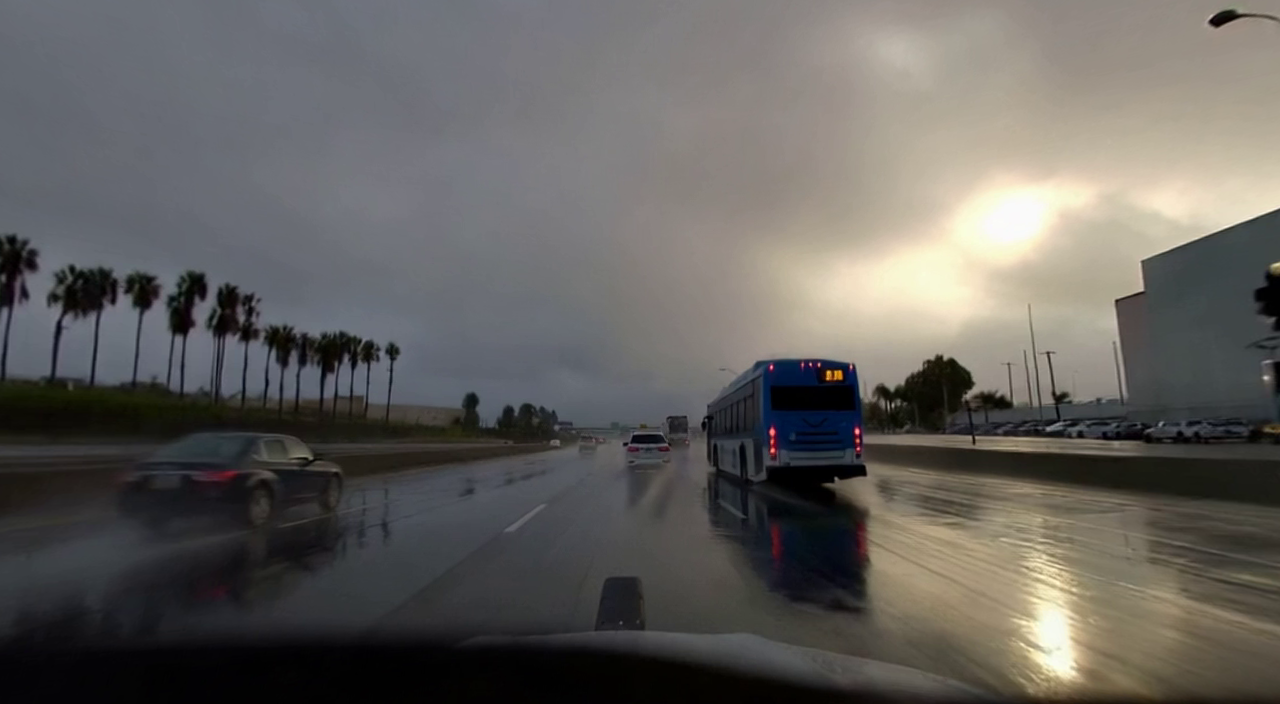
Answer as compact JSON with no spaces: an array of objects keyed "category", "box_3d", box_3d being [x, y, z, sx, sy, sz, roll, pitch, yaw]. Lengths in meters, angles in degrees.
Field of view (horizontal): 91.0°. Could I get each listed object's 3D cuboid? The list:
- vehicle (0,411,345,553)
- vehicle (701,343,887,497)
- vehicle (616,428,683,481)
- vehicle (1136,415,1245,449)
[{"category":"vehicle","box_3d":[-7.181,1.976,10.260,2.291,1.729,4.879,0,-9,1]},{"category":"vehicle","box_3d":[4.286,2.646,21.945,3.020,3.622,14.302,0,-9,0]},{"category":"vehicle","box_3d":[0.341,3.844,23.703,2.268,1.796,4.280,0,-9,1]},{"category":"vehicle","box_3d":[30.701,4.561,35.369,2.003,1.777,4.990,-1,-9,6]}]
